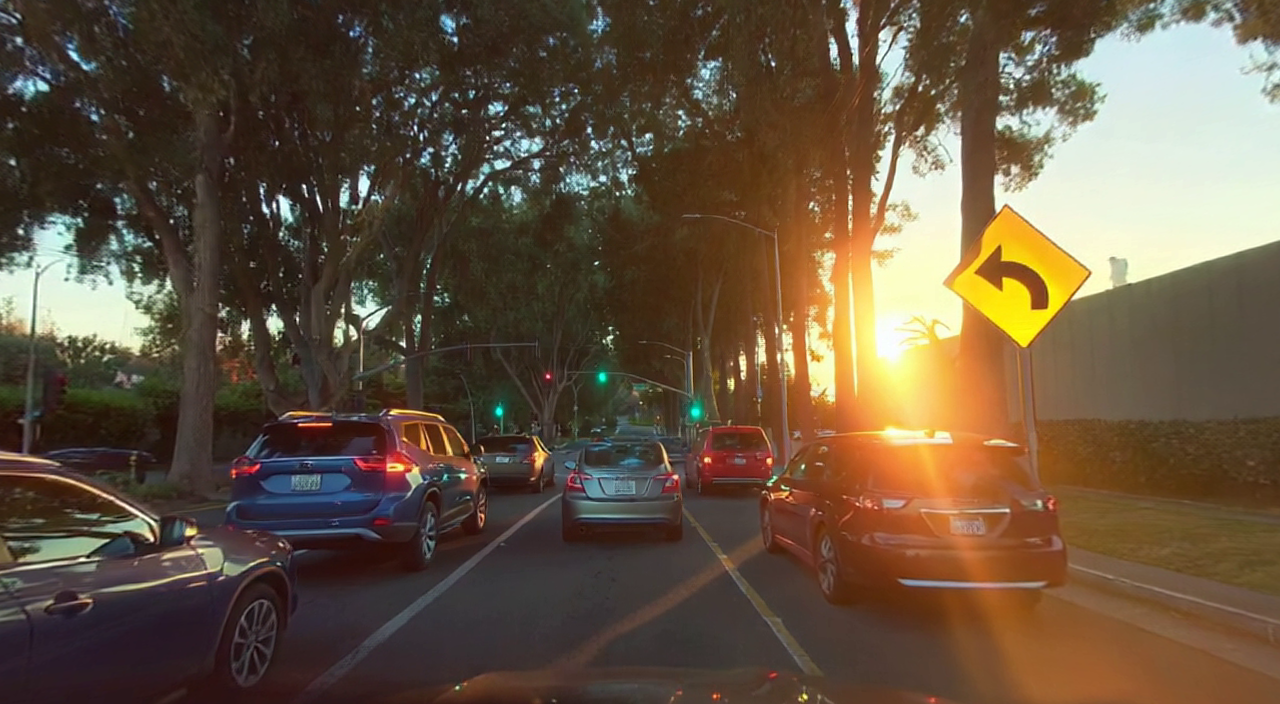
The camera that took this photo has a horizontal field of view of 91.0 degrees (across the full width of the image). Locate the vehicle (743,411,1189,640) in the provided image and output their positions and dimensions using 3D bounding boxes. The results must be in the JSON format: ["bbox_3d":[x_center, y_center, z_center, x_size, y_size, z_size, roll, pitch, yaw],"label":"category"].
[{"bbox_3d":[2.527,1.487,6.527,2.116,1.497,4.652,0,-8,0],"label":"vehicle"}]

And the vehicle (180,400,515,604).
[{"bbox_3d":[-2.891,1.576,7.451,1.964,1.712,4.097,0,-8,0],"label":"vehicle"}]

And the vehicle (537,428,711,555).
[{"bbox_3d":[-0.243,1.917,9.333,2.025,1.453,3.848,0,-8,-2],"label":"vehicle"}]

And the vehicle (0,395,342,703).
[{"bbox_3d":[-2.924,0.837,1.613,1.974,1.484,4.716,0,-8,0],"label":"vehicle"}]
